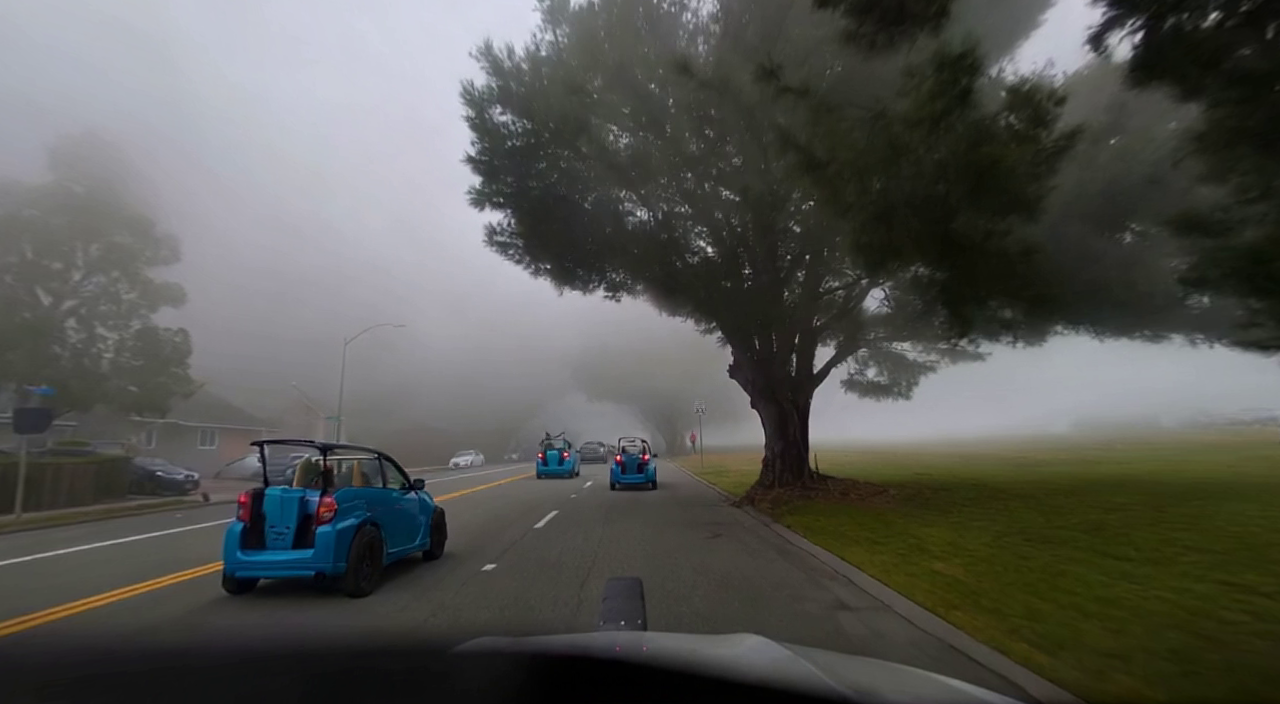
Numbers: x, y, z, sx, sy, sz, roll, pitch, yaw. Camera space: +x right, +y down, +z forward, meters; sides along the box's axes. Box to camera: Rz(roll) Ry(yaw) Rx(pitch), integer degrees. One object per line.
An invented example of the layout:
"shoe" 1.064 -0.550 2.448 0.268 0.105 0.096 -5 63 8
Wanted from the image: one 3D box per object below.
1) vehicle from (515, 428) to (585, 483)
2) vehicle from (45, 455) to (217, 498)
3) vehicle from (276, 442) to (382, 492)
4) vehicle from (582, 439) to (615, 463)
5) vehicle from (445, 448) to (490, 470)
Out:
"vehicle" -3.168 3.741 22.936 1.908 1.809 4.230 0 -8 1
"vehicle" -18.825 4.606 23.395 4.635 1.487 1.969 0 -9 -1
"vehicle" -12.360 4.576 25.361 1.928 1.800 4.632 0 -8 -1
"vehicle" -2.906 7.028 44.804 2.007 1.615 3.758 0 -8 1
"vehicle" -12.177 7.599 44.604 1.887 1.469 4.691 0 -9 -1
